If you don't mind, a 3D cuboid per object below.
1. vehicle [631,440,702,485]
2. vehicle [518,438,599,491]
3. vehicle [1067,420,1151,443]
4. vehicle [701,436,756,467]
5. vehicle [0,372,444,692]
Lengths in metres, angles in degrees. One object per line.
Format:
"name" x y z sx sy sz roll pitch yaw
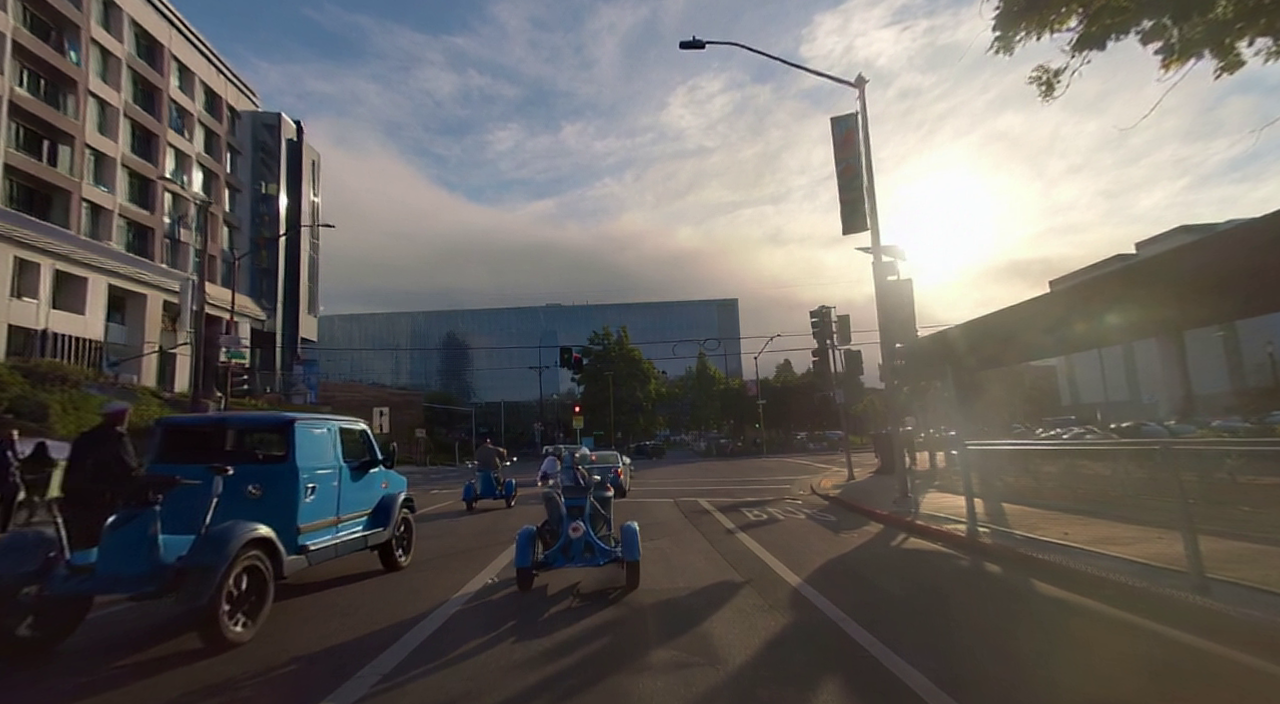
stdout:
"vehicle" 1.071 3.944 22.728 2.025 1.458 4.085 -2 -9 10
"vehicle" -2.706 3.849 21.847 1.935 1.615 4.073 -1 -8 5
"vehicle" 30.696 5.237 41.171 1.751 1.420 4.027 8 -12 -42
"vehicle" 5.206 5.754 36.550 2.082 1.671 3.992 -4 -9 25
"vehicle" -3.575 1.343 5.853 2.000 1.809 4.405 0 -8 1
